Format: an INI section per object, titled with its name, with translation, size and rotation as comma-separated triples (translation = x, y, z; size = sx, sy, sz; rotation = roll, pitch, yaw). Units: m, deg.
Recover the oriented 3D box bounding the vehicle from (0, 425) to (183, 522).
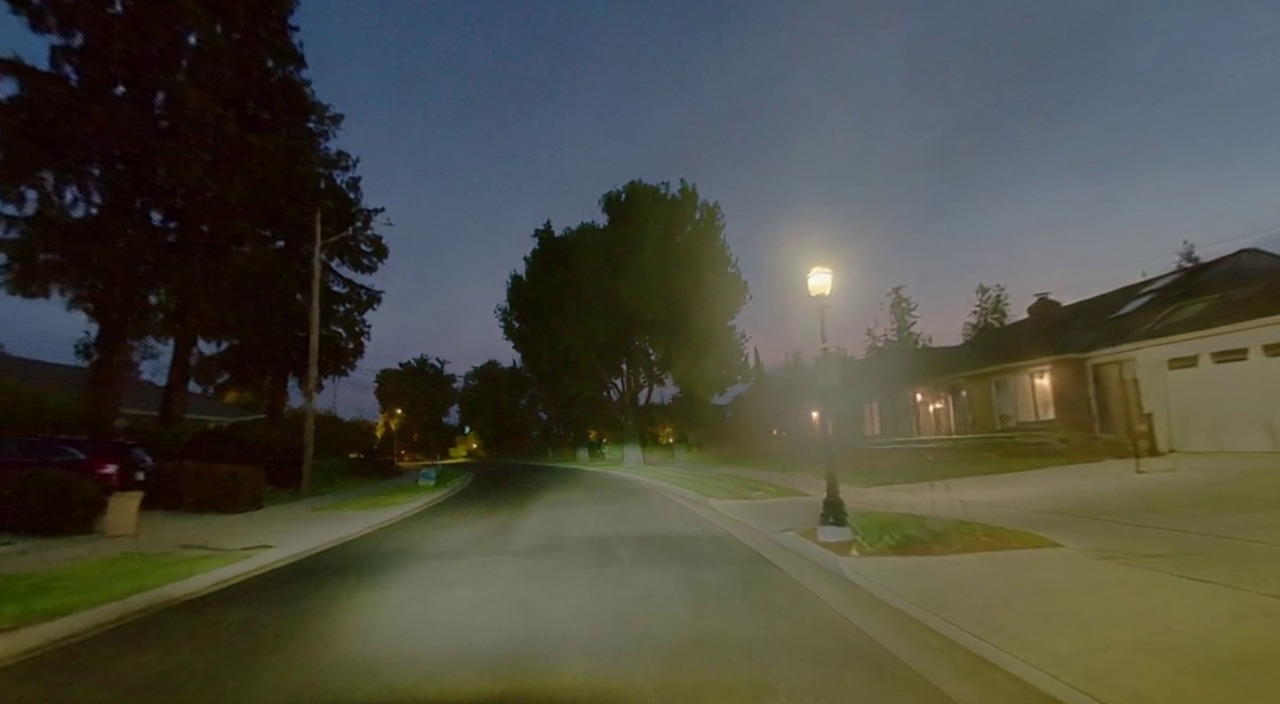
[vehicle]
translation = -11.552, 2.222, 11.811
size = 4.471, 1.638, 1.877
rotation = 0, -8, 1
